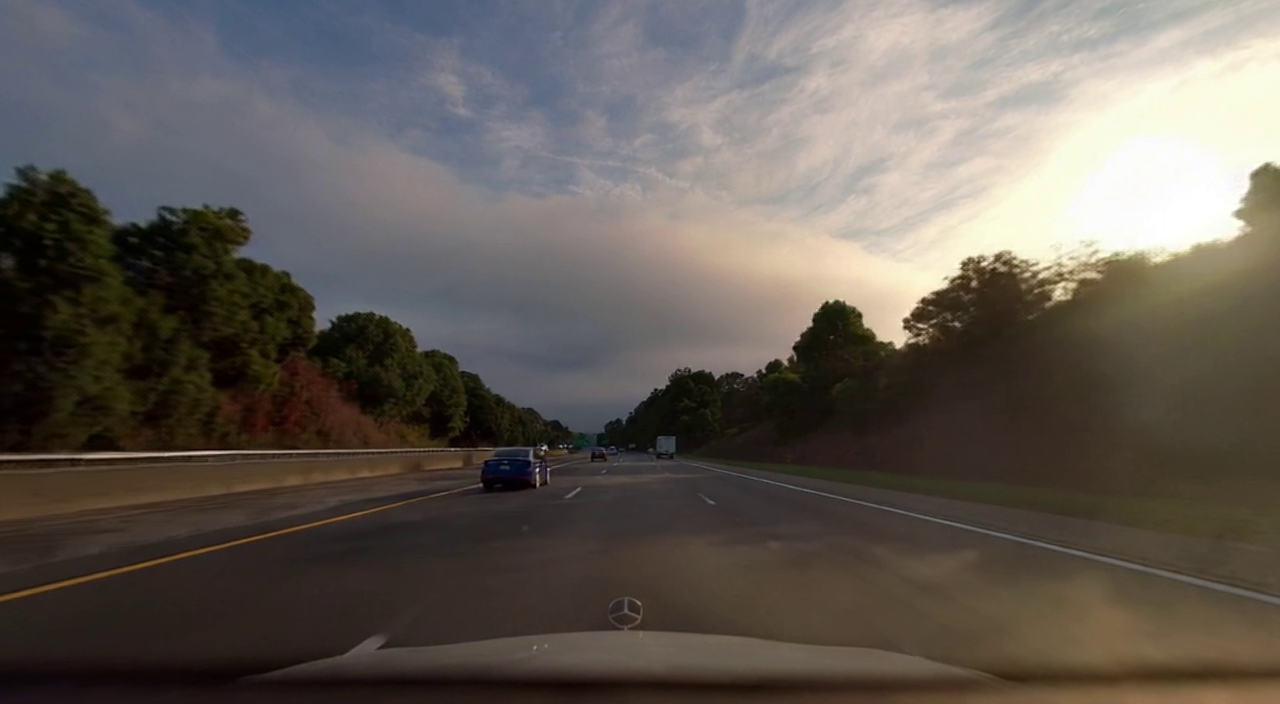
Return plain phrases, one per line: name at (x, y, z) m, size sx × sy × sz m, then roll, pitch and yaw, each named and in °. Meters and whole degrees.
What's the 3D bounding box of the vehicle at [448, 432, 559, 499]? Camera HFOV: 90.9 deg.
vehicle at (-3.751, 3.224, 18.221) m, size 2.108 × 1.666 × 4.558 m, roll 0°, pitch -9°, yaw 1°
